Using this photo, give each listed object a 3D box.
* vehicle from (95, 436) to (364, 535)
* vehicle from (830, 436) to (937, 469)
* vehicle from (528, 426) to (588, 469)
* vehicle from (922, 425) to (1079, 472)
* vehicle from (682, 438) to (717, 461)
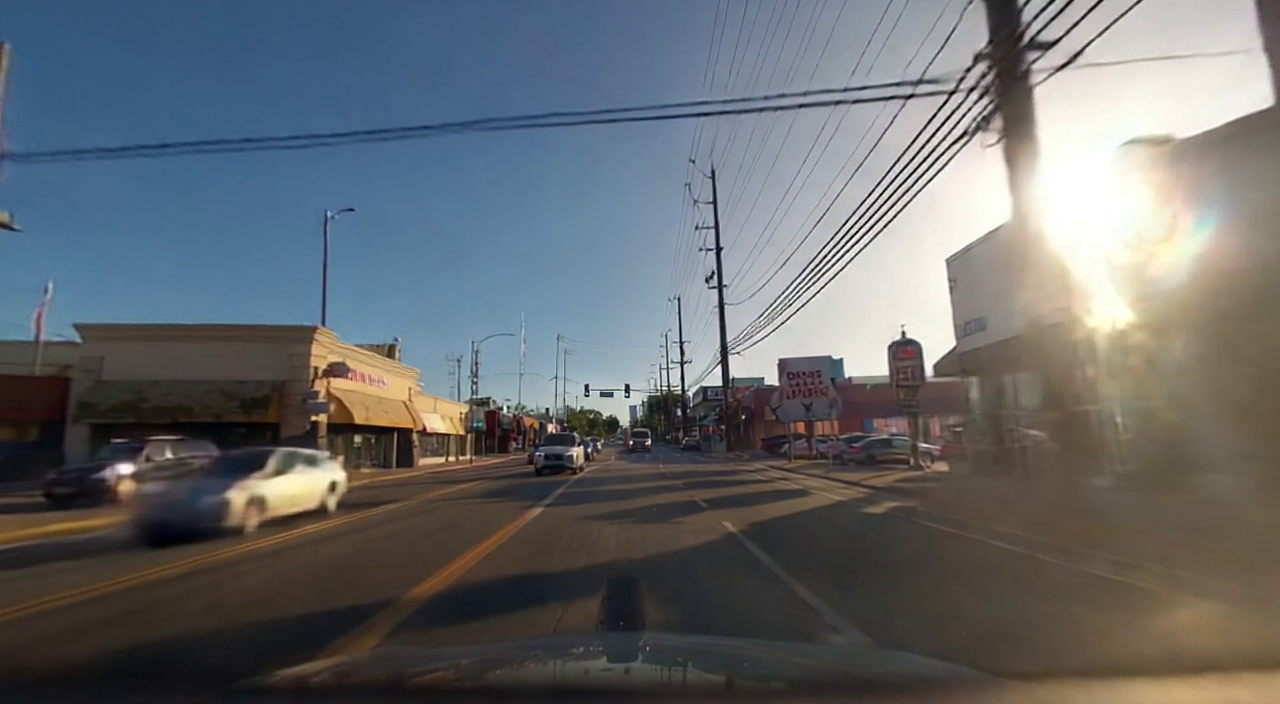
[{"bbox_3d":[-7.253,2.373,11.948,2.020,1.479,4.612,0,-8,0],"label":"vehicle"},{"bbox_3d":[11.283,4.694,29.493,4.238,1.464,1.862,-1,-9,2],"label":"vehicle"},{"bbox_3d":[-3.936,4.741,31.428,2.277,1.904,5.583,0,-8,0],"label":"vehicle"},{"bbox_3d":[15.023,4.043,26.569,5.307,1.877,2.052,0,-8,-1],"label":"vehicle"},{"bbox_3d":[4.071,6.731,43.868,1.926,1.482,4.442,0,-8,0],"label":"vehicle"}]
